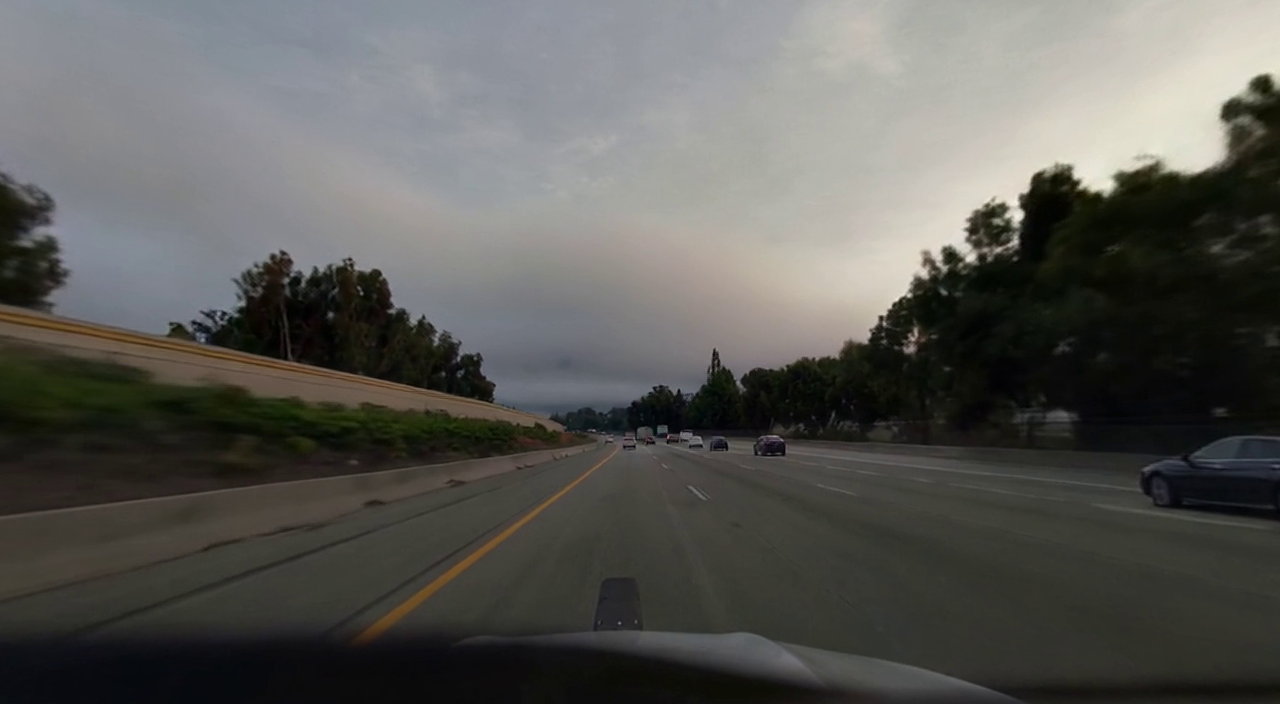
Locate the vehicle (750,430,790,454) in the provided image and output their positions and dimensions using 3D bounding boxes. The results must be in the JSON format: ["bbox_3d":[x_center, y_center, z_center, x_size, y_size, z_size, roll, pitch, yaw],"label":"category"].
[{"bbox_3d":[10.083,7.054,49.166,2.077,1.763,4.472,0,-8,-2],"label":"vehicle"}]

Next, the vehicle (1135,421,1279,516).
[{"bbox_3d":[11.324,1.953,10.656,2.041,1.517,4.645,0,-8,-1],"label":"vehicle"}]
